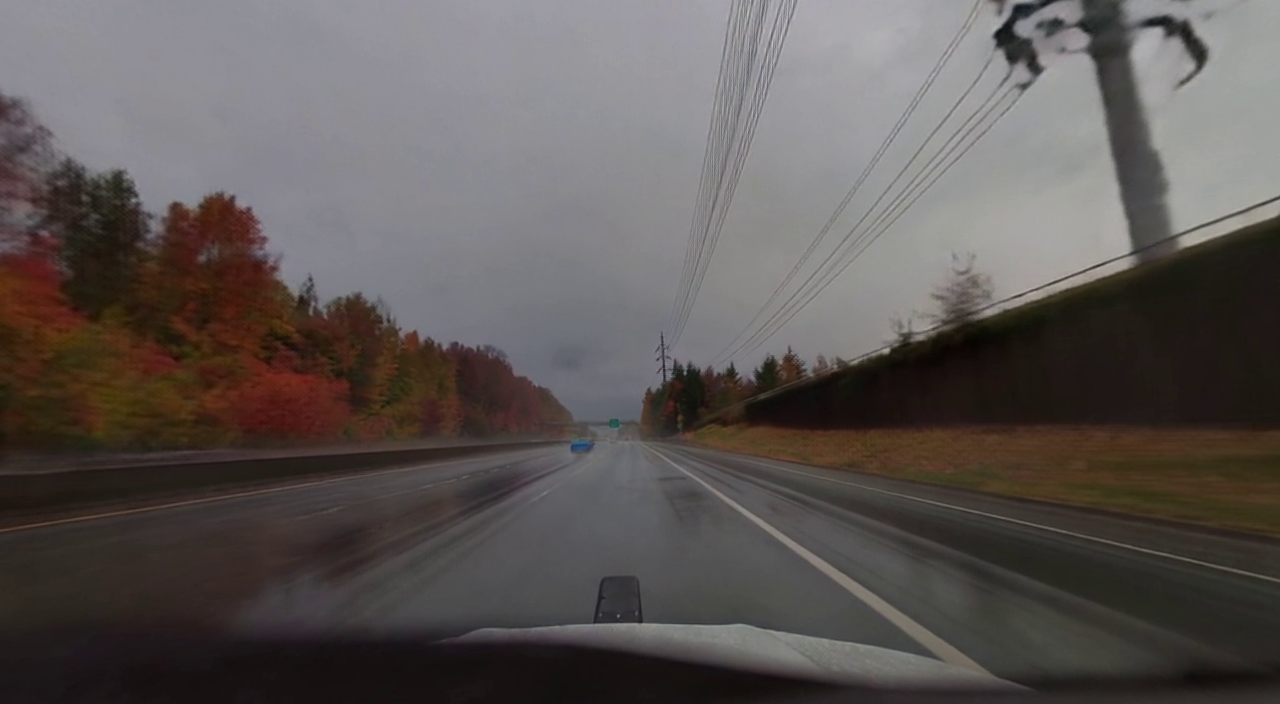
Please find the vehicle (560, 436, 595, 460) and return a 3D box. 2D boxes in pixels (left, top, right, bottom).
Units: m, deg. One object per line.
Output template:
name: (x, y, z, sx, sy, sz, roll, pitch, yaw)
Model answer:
vehicle: (-4.207, 6.511, 42.885, 2.025, 1.475, 4.379, 0, -8, -2)
